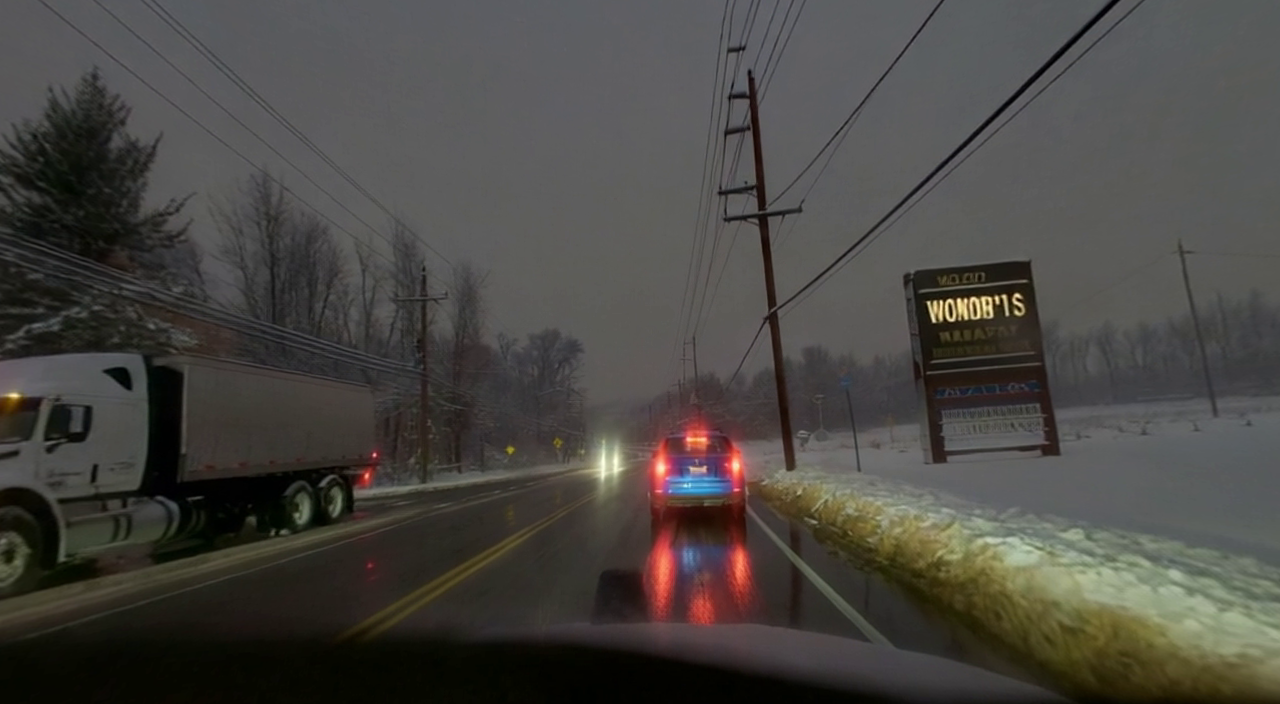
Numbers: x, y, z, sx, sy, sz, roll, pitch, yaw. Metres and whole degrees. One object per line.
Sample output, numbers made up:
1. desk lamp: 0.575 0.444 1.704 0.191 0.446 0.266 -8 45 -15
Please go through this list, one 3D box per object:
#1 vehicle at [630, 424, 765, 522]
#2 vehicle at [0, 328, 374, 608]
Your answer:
1. vehicle: 0.958 2.155 11.671 2.081 1.503 3.726 0 -8 2
2. vehicle: -8.261 1.736 10.516 3.395 3.071 7.634 -7 -6 8
